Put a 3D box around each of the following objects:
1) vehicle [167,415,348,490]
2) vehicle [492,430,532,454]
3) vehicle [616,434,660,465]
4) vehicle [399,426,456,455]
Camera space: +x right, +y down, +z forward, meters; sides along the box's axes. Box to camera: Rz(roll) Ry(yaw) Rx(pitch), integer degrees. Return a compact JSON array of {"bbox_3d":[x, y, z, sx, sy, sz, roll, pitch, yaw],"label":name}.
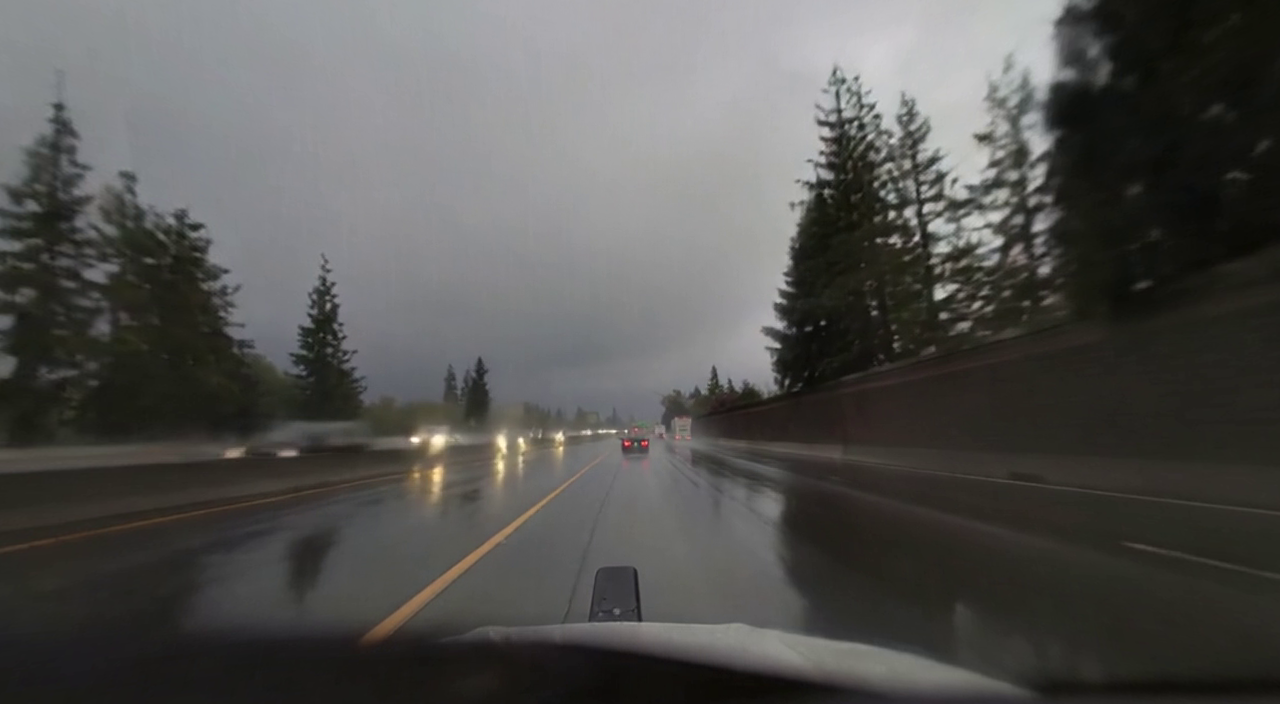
[{"bbox_3d":[-8.793,2.332,14.968,1.842,1.511,3.979,0,-8,-1],"label":"vehicle"},{"bbox_3d":[-8.560,6.038,42.451,1.941,1.506,3.768,0,-8,0],"label":"vehicle"},{"bbox_3d":[-0.148,4.965,32.446,2.119,1.480,4.000,0,-8,-1],"label":"vehicle"},{"bbox_3d":[-12.818,5.341,38.218,1.974,1.647,4.270,0,-8,0],"label":"vehicle"}]
